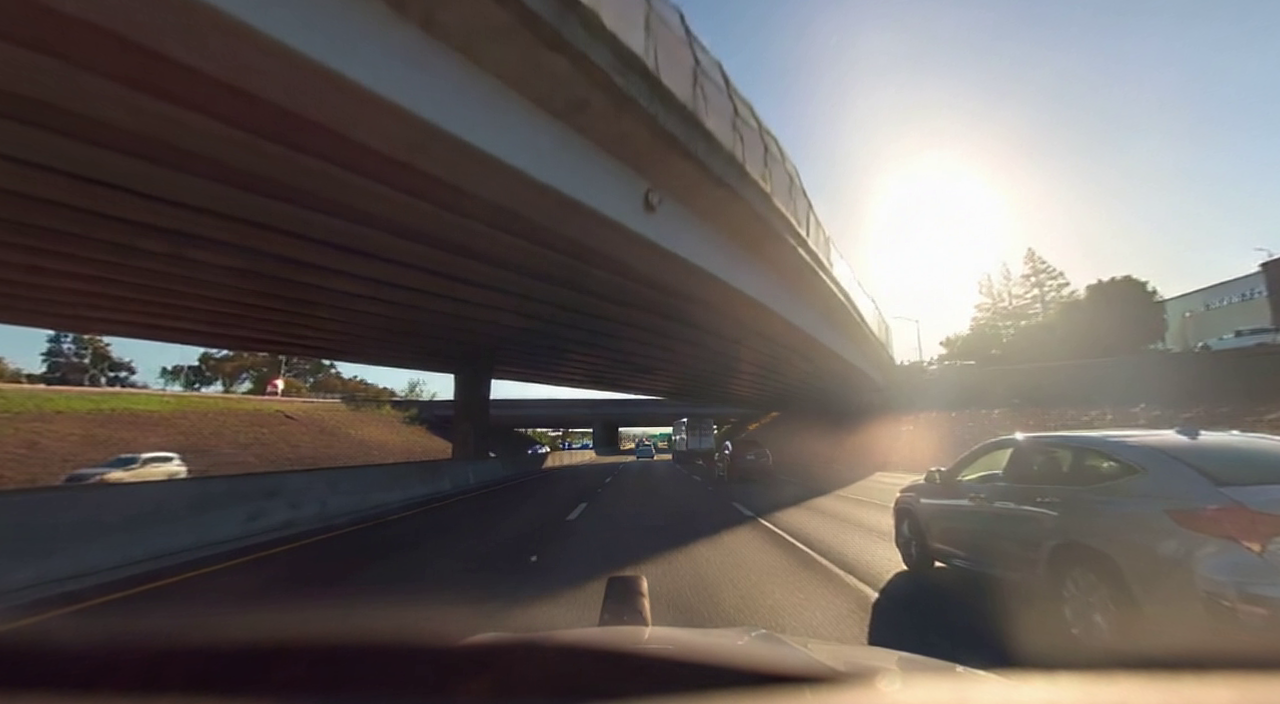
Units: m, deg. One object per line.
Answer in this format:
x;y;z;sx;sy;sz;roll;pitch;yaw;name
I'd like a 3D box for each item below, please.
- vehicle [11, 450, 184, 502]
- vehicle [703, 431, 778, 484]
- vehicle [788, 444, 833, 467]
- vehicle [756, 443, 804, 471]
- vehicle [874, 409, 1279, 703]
-22.800;5.183;26.969;2.242;1.896;5.776;0;-8;1;vehicle
3.829;4.124;24.950;2.086;1.858;4.737;0;-8;-1;vehicle
11.699;7.110;43.544;1.926;1.451;3.936;0;-8;0;vehicle
7.665;5.771;34.839;1.828;1.472;3.805;0;-8;0;vehicle
3.606;1.308;4.874;1.902;1.481;4.451;0;-8;0;vehicle
